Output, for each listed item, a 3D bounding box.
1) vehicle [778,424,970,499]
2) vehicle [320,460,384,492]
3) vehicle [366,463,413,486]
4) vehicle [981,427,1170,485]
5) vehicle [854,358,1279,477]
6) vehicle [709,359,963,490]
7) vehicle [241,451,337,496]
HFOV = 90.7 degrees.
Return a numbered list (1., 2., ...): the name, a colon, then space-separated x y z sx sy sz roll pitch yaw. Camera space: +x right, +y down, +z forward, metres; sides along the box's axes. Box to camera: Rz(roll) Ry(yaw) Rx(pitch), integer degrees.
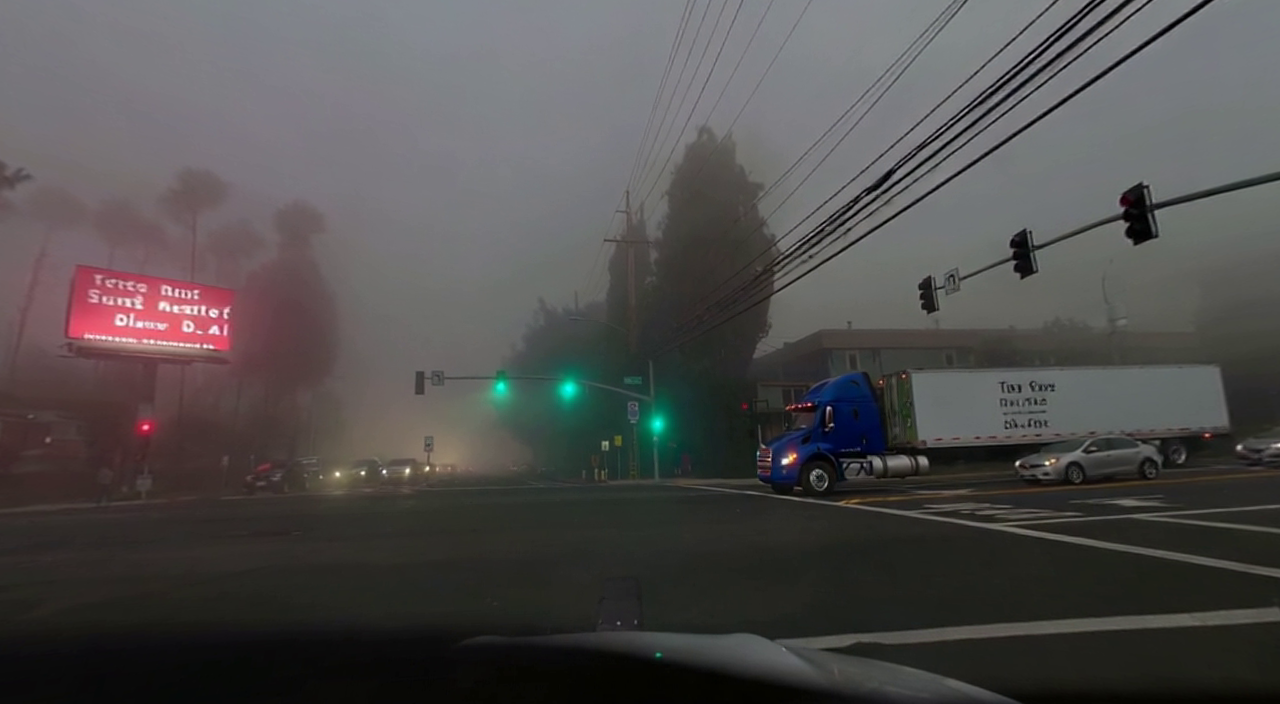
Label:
1. vehicle: 7.261 3.425 19.930 5.079 1.893 2.200 -2 -10 -10
2. vehicle: -18.041 7.732 39.908 2.028 1.744 4.876 0 -9 -5
3. vehicle: -18.965 9.263 48.091 1.834 1.521 4.970 0 -9 -4
4. vehicle: 14.259 3.430 20.866 4.958 1.510 1.949 -2 -10 -9
5. vehicle: 17.207 2.631 24.973 17.071 4.151 2.876 1 -9 -10
6. vehicle: 6.951 2.669 23.162 8.167 4.352 3.029 1 -9 -10
7. vehicle: -22.468 7.739 40.933 2.989 2.573 6.053 0 -9 -3
